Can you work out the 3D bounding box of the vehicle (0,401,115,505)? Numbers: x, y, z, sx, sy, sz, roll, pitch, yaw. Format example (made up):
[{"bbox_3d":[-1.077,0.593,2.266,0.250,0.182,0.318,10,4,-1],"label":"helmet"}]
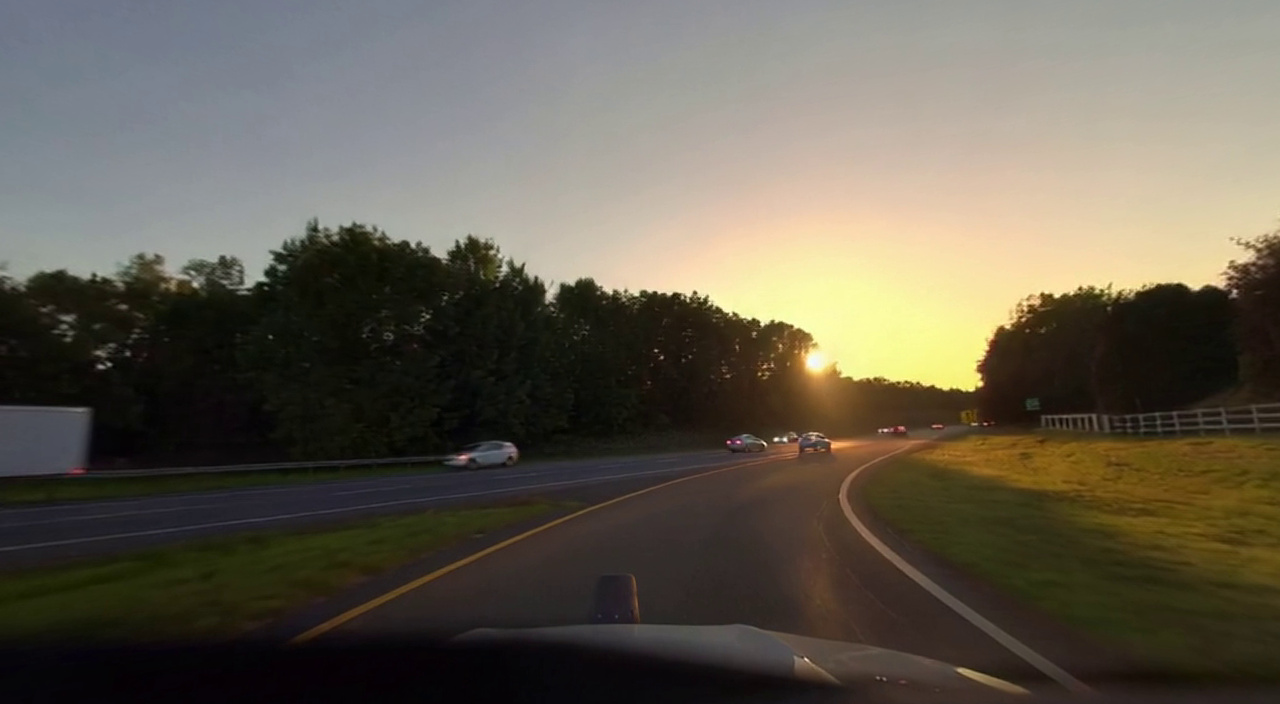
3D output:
[{"bbox_3d":[-26.748,3.366,20.560,2.888,3.781,14.258,-6,-10,32],"label":"vehicle"}]

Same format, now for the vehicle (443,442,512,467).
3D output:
[{"bbox_3d":[-11.462,7.246,44.696,1.993,1.677,4.668,-6,-10,31],"label":"vehicle"}]

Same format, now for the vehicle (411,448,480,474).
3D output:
[{"bbox_3d":[-11.364,6.361,36.940,1.655,1.352,3.591,-6,-10,31],"label":"vehicle"}]

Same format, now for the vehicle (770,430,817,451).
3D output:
[{"bbox_3d":[12.123,6.970,49.556,2.135,1.579,4.843,-6,-10,31],"label":"vehicle"}]
